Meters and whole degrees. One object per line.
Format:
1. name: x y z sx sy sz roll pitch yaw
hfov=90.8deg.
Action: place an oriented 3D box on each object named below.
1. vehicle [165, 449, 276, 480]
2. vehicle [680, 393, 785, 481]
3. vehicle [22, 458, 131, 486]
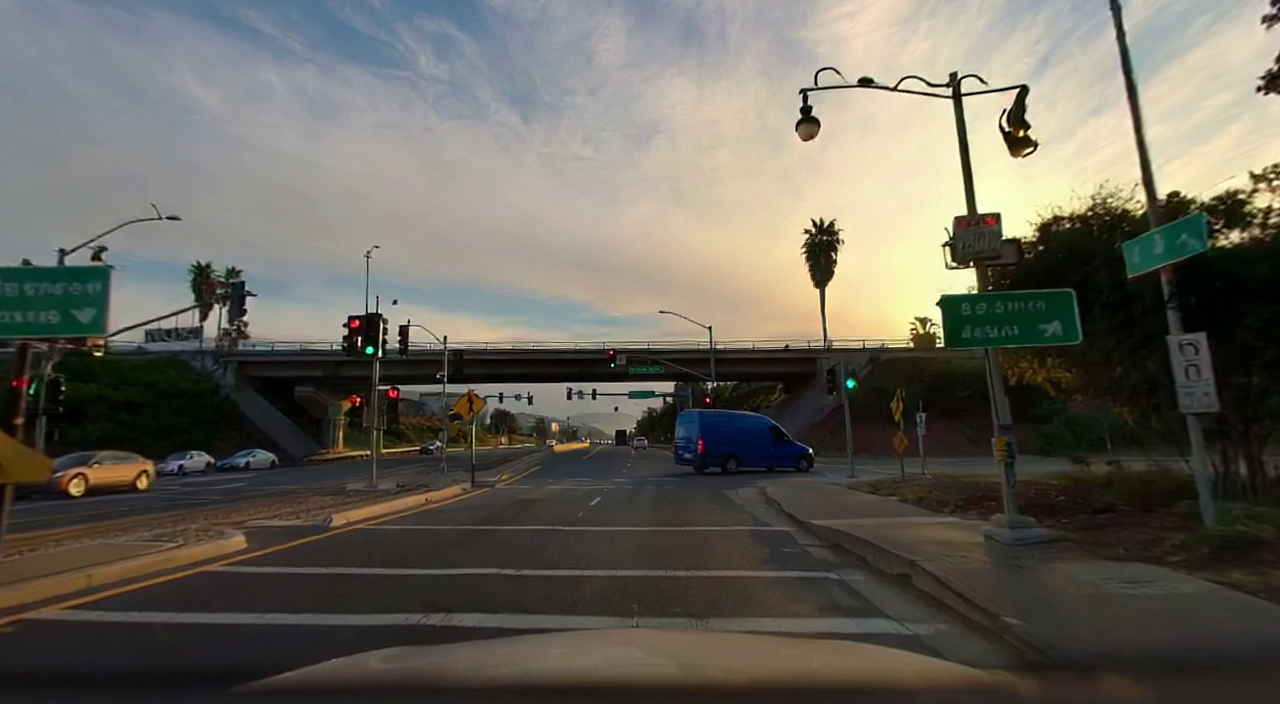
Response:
1. vehicle: -24.635 6.597 37.221 4.925 1.634 2.219 1 -8 3
2. vehicle: 3.662 3.307 24.416 2.606 3.020 4.180 -5 -10 30
3. vehicle: -32.605 6.956 36.650 4.283 1.497 1.964 0 -8 -2
